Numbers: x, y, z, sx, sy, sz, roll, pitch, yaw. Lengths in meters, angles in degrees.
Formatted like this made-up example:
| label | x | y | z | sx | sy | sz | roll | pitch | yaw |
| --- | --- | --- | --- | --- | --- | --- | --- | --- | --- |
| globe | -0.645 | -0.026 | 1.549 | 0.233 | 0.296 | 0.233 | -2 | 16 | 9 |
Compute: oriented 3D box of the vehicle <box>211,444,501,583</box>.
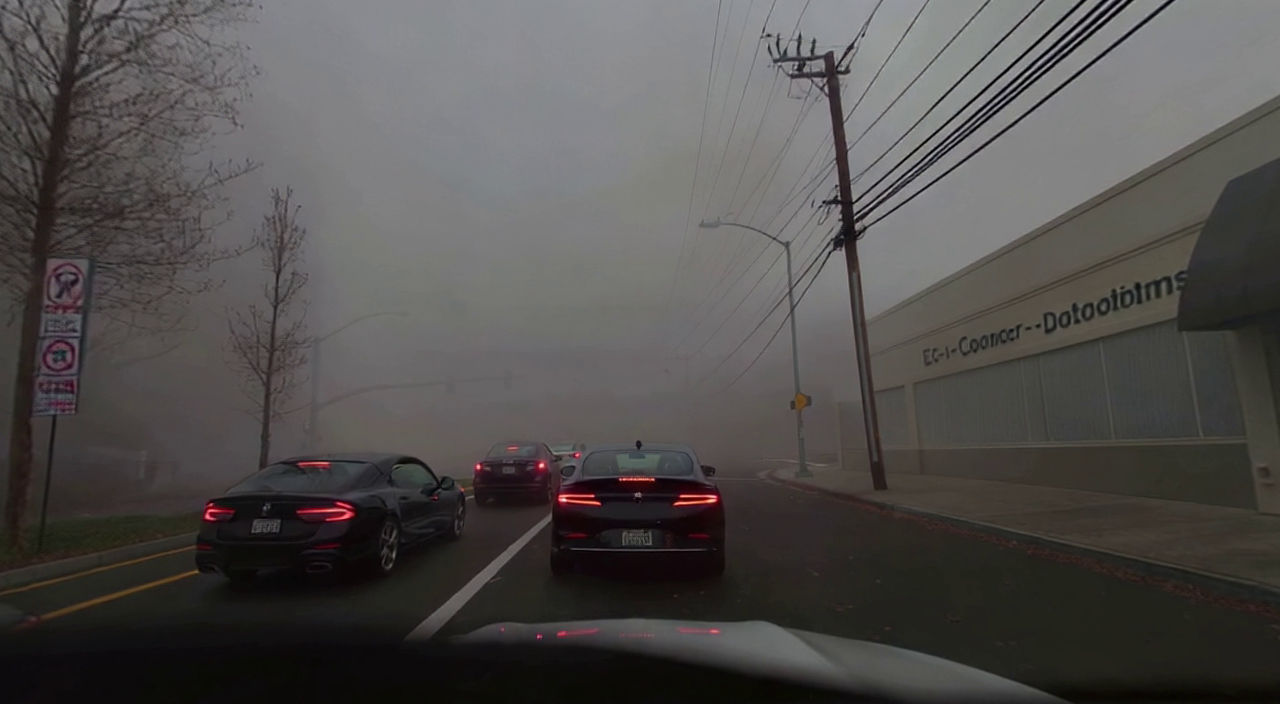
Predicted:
| label | x | y | z | sx | sy | sz | roll | pitch | yaw |
| --- | --- | --- | --- | --- | --- | --- | --- | --- | --- |
| vehicle | -3.207 | 1.869 | 8.156 | 1.765 | 1.319 | 4.013 | 0 | -9 | 2 |

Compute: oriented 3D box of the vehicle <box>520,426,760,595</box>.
| label | x | y | z | sx | sy | sz | roll | pitch | yaw |
| --- | --- | --- | --- | --- | --- | --- | --- | --- | --- |
| vehicle | -0.006 | 1.696 | 7.585 | 2.101 | 1.469 | 3.955 | 0 | -9 | 0 |
